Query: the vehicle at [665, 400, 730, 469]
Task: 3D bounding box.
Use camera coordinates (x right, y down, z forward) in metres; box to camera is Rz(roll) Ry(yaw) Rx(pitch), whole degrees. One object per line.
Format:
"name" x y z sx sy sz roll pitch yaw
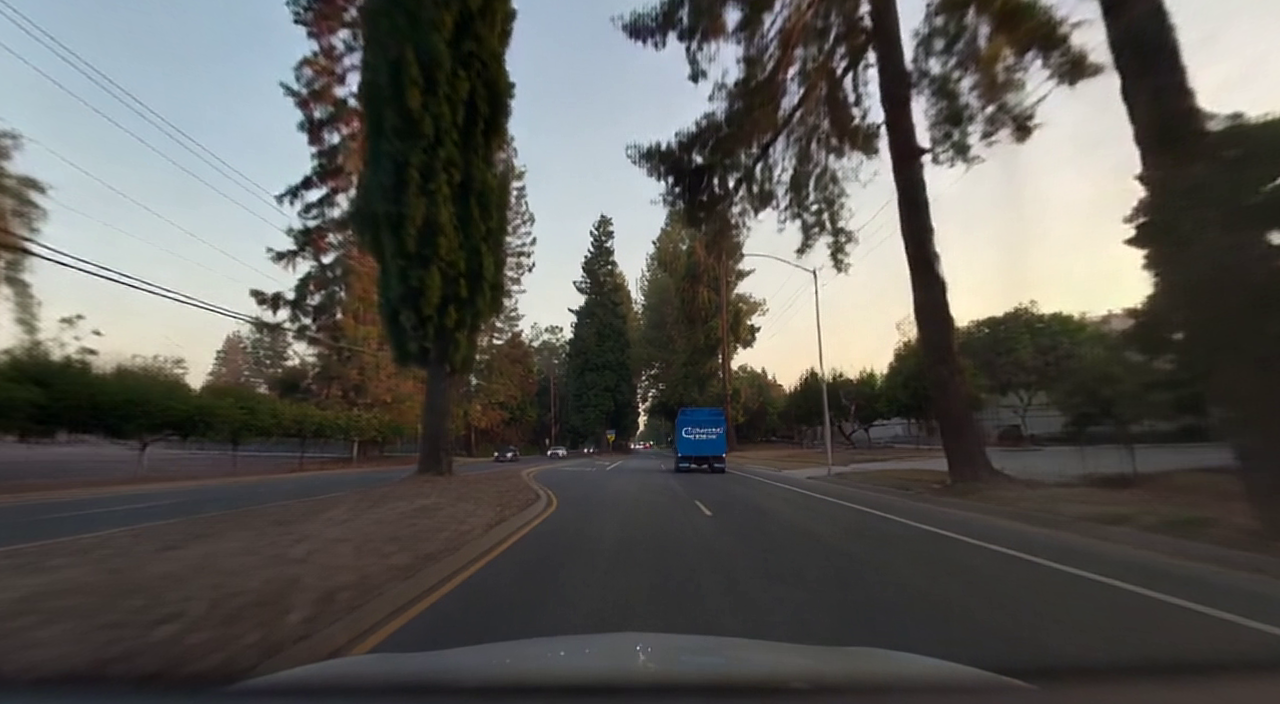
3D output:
"vehicle" 3.399 5.308 39.846 2.973 3.848 9.336 0 -8 -2
